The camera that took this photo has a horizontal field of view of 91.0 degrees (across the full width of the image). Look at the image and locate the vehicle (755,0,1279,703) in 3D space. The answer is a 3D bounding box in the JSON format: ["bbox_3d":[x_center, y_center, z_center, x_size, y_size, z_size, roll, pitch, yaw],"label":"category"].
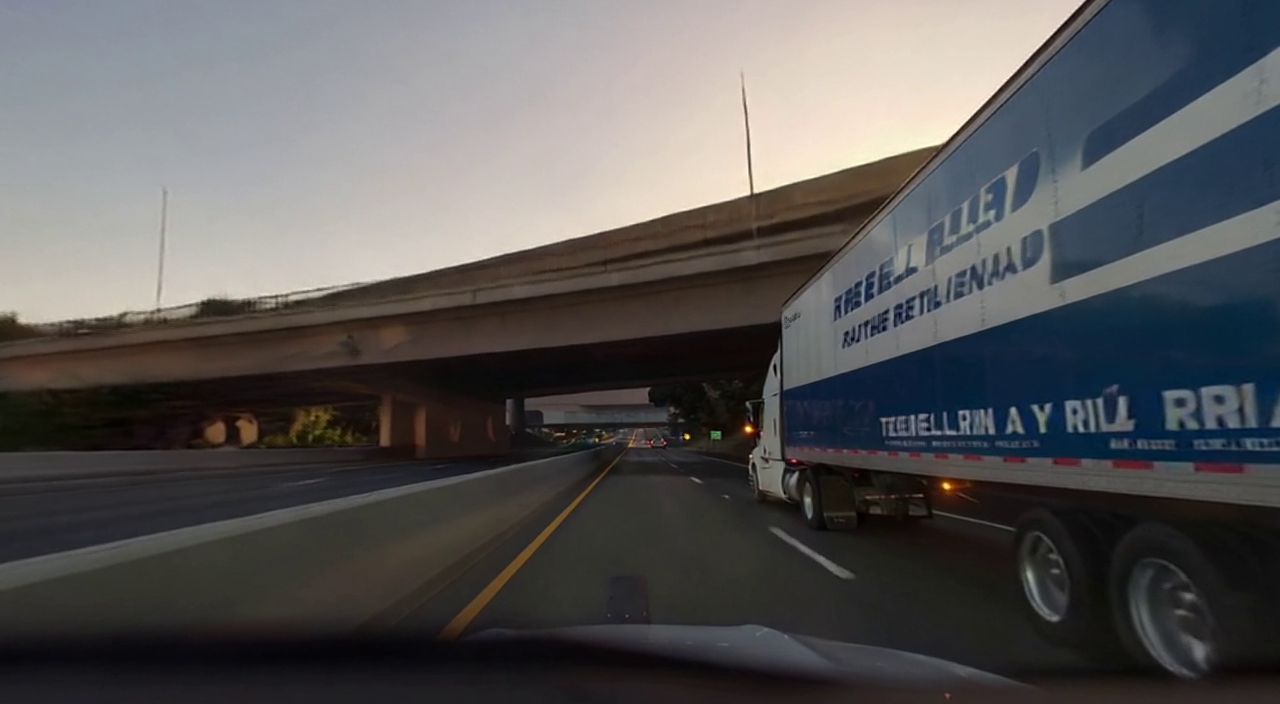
[{"bbox_3d":[4.210,0.483,7.919,3.006,4.093,14.142,0,-8,1],"label":"vehicle"}]
